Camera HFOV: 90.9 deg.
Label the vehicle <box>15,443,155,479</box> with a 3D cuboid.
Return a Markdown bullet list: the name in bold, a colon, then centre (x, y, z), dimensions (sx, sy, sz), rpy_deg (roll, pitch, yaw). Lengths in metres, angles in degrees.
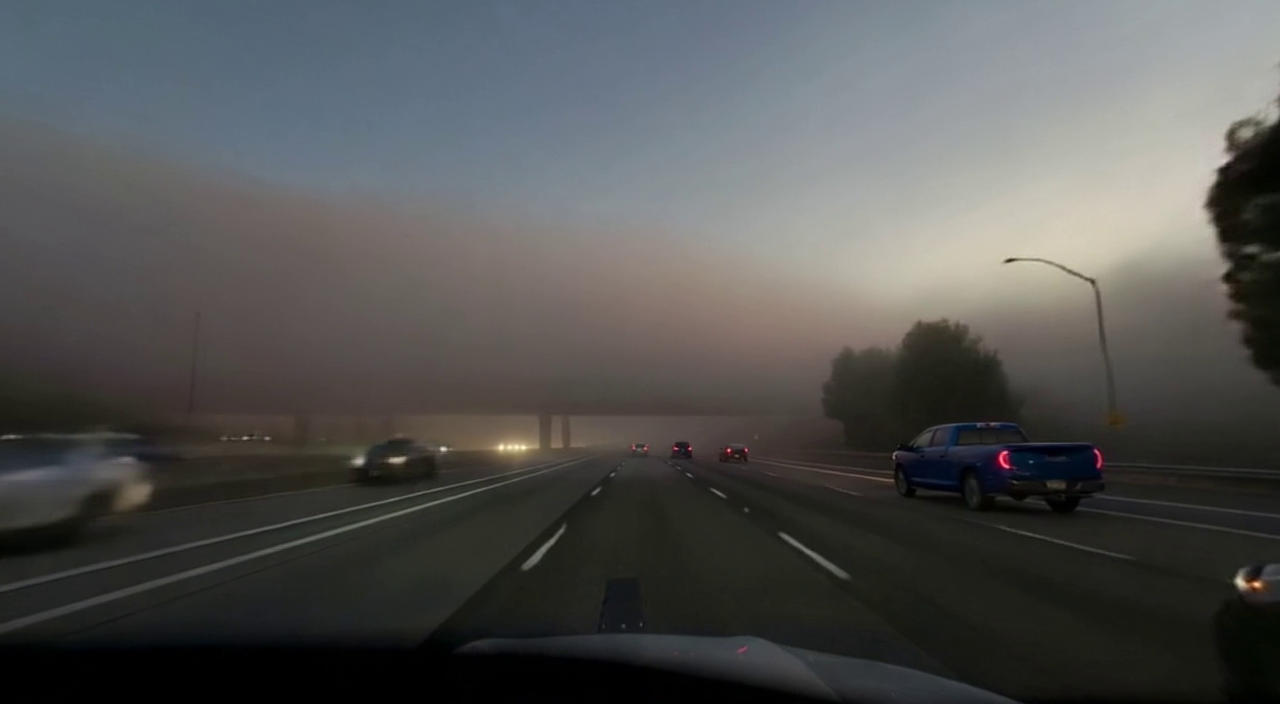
- **vehicle**: centre (-24.795, 4.843, 28.469), dimensions (1.914, 1.462, 4.781), rpy_deg (0, -8, 0)

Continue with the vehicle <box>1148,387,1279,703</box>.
- **vehicle**: centre (3.198, 0.596, 0.163), dimensions (2.119, 1.524, 4.807), rpy_deg (0, -8, 0)

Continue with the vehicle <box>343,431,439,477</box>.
- **vehicle**: centre (-11.298, 4.663, 29.148), dimensions (2.202, 1.907, 5.474), rpy_deg (0, -8, 0)

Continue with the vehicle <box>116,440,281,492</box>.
- **vehicle**: centre (-14.425, 3.718, 21.076), dimensions (1.963, 1.498, 4.861), rpy_deg (0, -8, 1)

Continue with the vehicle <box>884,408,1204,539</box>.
- **vehicle**: centre (6.925, 2.164, 12.019), dimensions (2.182, 1.852, 5.926), rpy_deg (0, -8, 0)
